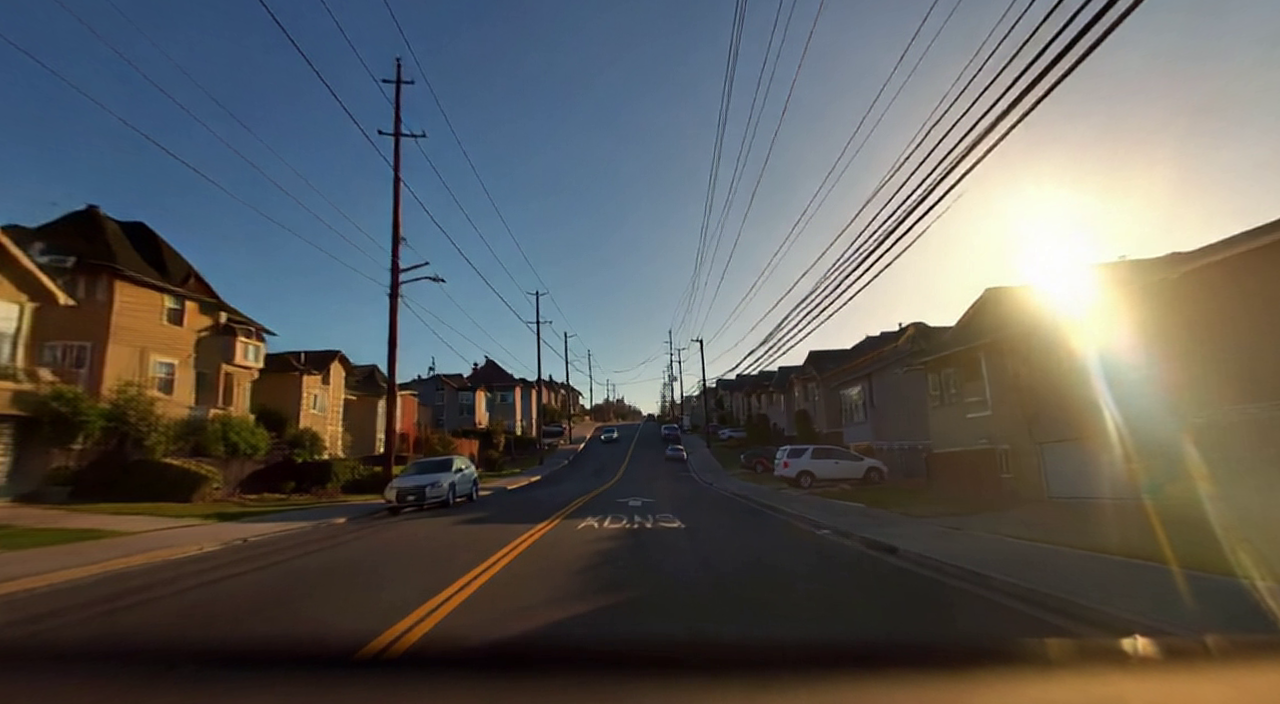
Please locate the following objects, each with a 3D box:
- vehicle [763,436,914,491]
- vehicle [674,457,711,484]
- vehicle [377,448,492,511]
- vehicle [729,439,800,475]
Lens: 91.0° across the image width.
[{"bbox_3d":[8.184,4.638,26.369,5.512,1.846,2.115,-3,-9,1],"label":"vehicle"},{"bbox_3d":[3.149,7.239,38.634,2.063,1.503,4.415,0,-9,2],"label":"vehicle"},{"bbox_3d":[-6.553,4.217,20.683,2.156,1.764,4.410,-2,-12,2],"label":"vehicle"},{"bbox_3d":[8.388,7.128,42.807,4.286,2.044,1.913,-4,-8,0],"label":"vehicle"}]
